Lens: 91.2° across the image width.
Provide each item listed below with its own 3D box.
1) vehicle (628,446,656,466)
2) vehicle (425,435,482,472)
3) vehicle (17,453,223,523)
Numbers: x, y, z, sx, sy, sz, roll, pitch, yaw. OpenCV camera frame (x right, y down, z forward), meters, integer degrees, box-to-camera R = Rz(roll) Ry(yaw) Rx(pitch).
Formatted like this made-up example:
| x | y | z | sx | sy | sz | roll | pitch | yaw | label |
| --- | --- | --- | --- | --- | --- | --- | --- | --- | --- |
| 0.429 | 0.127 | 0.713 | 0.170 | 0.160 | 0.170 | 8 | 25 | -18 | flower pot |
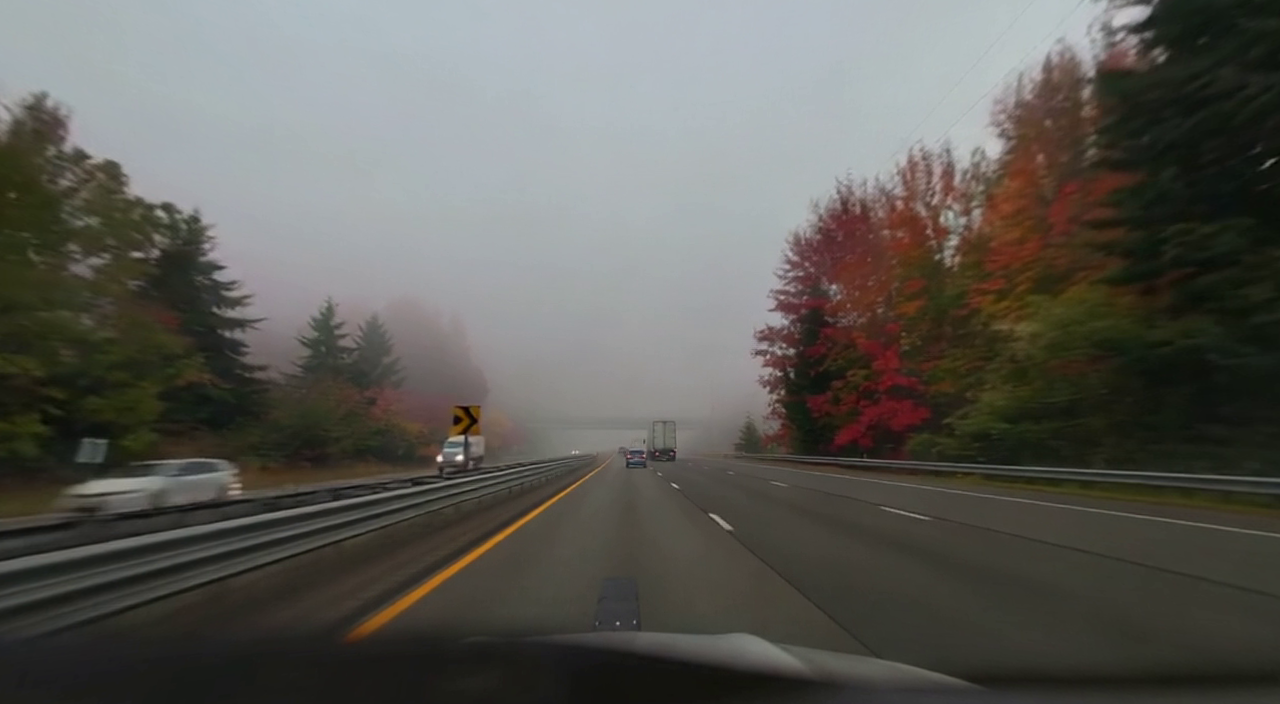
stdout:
| x | y | z | sx | sy | sz | roll | pitch | yaw | label |
| --- | --- | --- | --- | --- | --- | --- | --- | --- | --- |
| 0.098 | 7.916 | 47.733 | 1.961 | 1.454 | 3.755 | 0 | -9 | -3 | vehicle |
| -14.169 | 7.785 | 48.121 | 2.377 | 2.618 | 6.692 | 0 | -9 | -1 | vehicle |
| -13.567 | 3.529 | 16.778 | 1.930 | 1.569 | 4.186 | 0 | -9 | 0 | vehicle |
